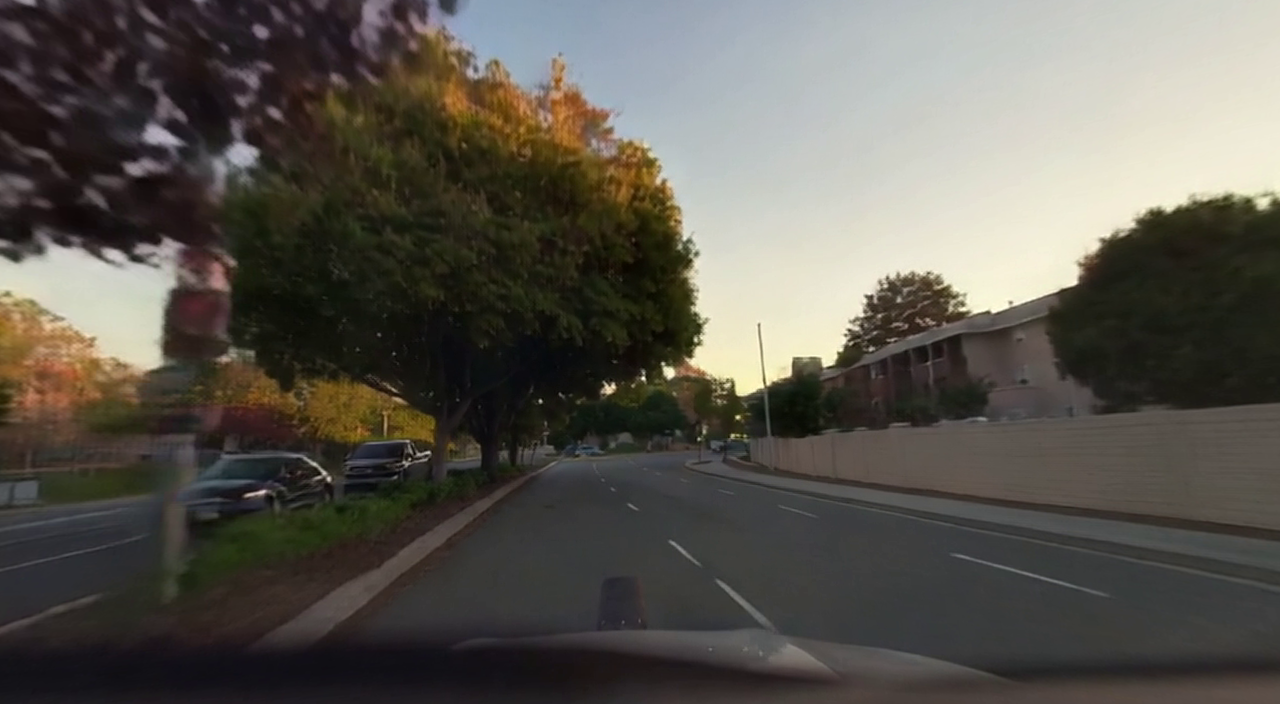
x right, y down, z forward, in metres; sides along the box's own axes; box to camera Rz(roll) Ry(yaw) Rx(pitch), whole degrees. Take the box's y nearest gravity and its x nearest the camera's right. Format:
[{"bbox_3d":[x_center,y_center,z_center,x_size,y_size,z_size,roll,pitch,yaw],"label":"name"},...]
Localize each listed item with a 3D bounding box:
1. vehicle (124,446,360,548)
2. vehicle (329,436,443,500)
[{"bbox_3d":[-6.948,2.500,11.640,1.888,1.476,4.286,1,-8,-6],"label":"vehicle"},{"bbox_3d":[-8.095,3.694,20.598,2.196,1.809,4.857,1,-8,-6],"label":"vehicle"}]
